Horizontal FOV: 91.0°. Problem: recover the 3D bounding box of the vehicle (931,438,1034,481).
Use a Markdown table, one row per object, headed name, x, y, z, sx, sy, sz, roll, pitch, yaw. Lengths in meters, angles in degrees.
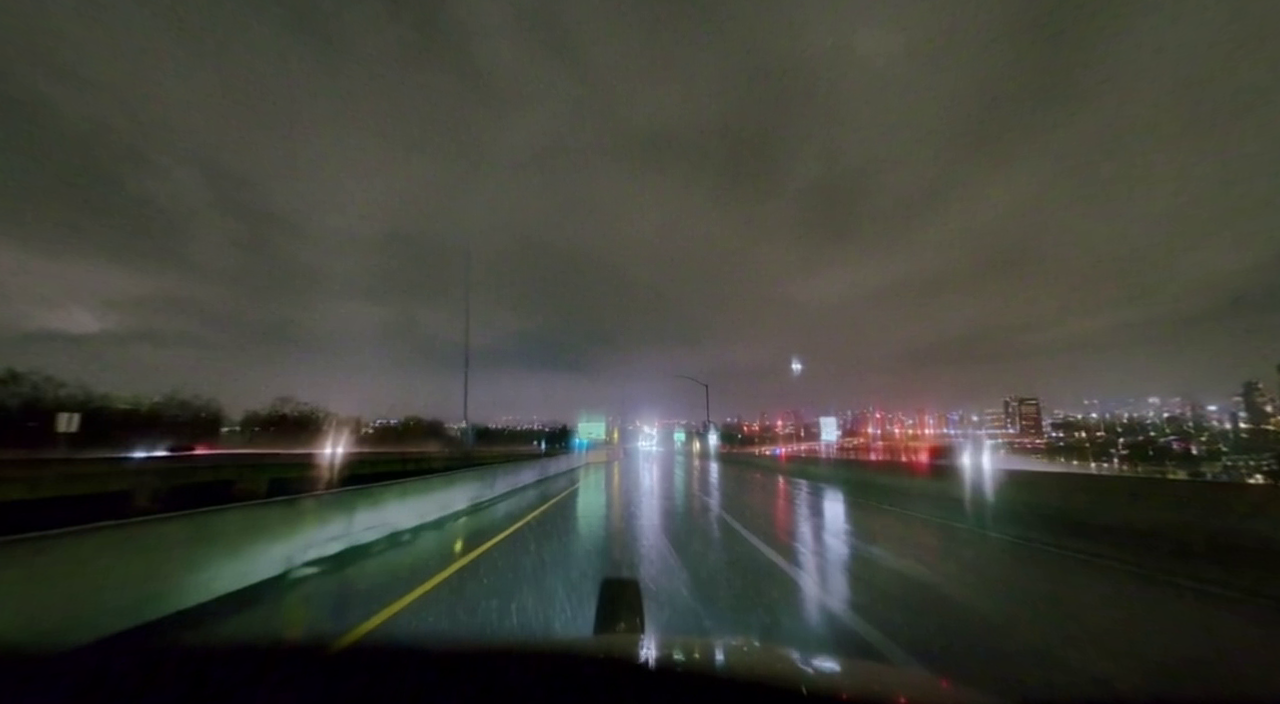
| name | x | y | z | sx | sy | sz | roll | pitch | yaw |
| --- | --- | --- | --- | --- | --- | --- | --- | --- | --- |
| vehicle | 13.641 | 4.273 | 25.382 | 1.770 | 1.578 | 3.997 | 0 | -8 | -2 |
